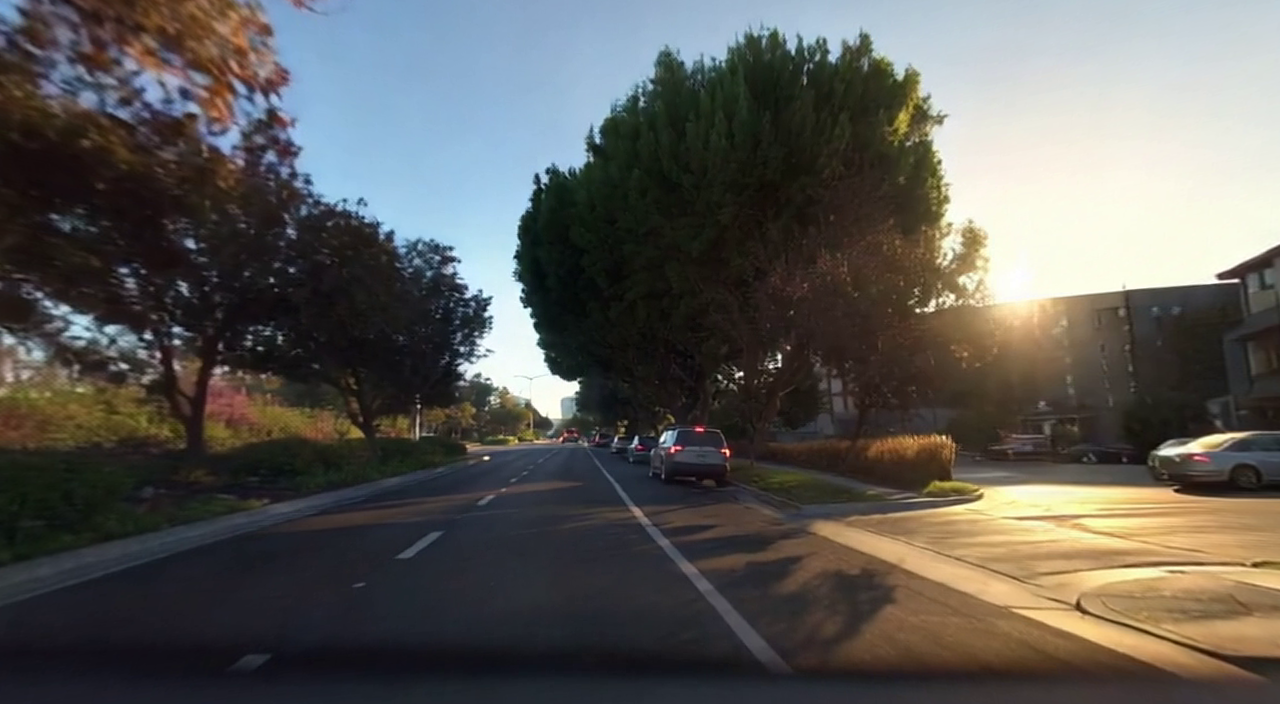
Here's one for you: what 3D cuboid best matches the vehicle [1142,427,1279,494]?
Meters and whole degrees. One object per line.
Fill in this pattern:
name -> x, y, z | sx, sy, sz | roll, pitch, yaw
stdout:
vehicle -> 17.628, 3.126, 18.216 | 2.068, 1.759, 4.747 | 3, -9, -6

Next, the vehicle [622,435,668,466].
vehicle -> 0.212, 5.250, 33.774 | 1.832, 1.538, 4.208 | 1, -8, -8

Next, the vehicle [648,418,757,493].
vehicle -> 1.646, 2.986, 18.531 | 2.226, 1.889, 4.543 | 1, -8, -7
